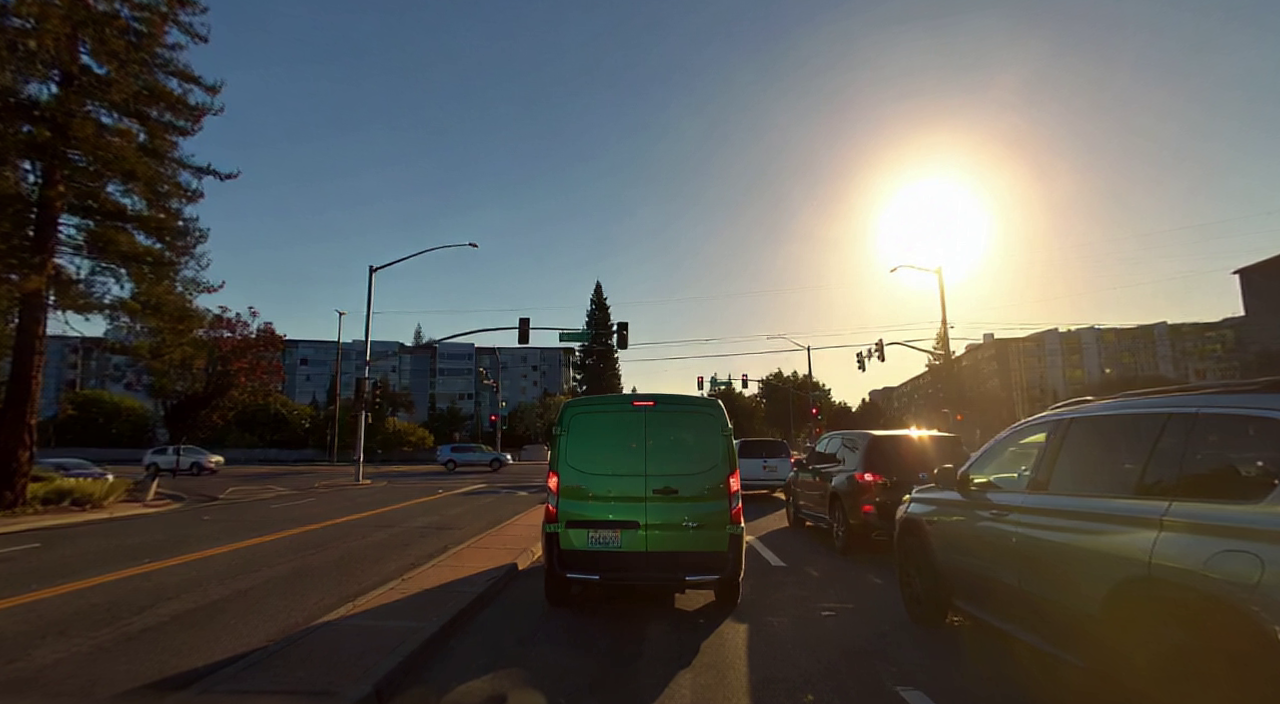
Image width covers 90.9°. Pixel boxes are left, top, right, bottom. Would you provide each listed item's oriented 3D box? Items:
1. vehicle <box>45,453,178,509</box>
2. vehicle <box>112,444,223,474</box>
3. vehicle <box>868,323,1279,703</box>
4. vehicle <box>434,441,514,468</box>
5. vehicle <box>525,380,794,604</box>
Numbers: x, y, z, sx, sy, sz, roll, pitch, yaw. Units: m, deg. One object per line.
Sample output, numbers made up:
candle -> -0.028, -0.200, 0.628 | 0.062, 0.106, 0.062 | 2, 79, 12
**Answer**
vehicle -> -18.009, 4.306, 21.442 | 4.654, 1.488, 2.023 | -5, -5, 31
vehicle -> -26.171, 5.917, 35.005 | 4.498, 1.547, 1.886 | 1, -8, -5
vehicle -> 2.897, 0.950, 3.172 | 1.971, 1.663, 4.287 | 0, -8, 2
vehicle -> -9.973, 6.144, 37.790 | 4.479, 1.522, 2.003 | 2, -9, -17
vehicle -> 0.179, 1.464, 7.421 | 2.185, 1.822, 4.391 | 0, -8, 1
